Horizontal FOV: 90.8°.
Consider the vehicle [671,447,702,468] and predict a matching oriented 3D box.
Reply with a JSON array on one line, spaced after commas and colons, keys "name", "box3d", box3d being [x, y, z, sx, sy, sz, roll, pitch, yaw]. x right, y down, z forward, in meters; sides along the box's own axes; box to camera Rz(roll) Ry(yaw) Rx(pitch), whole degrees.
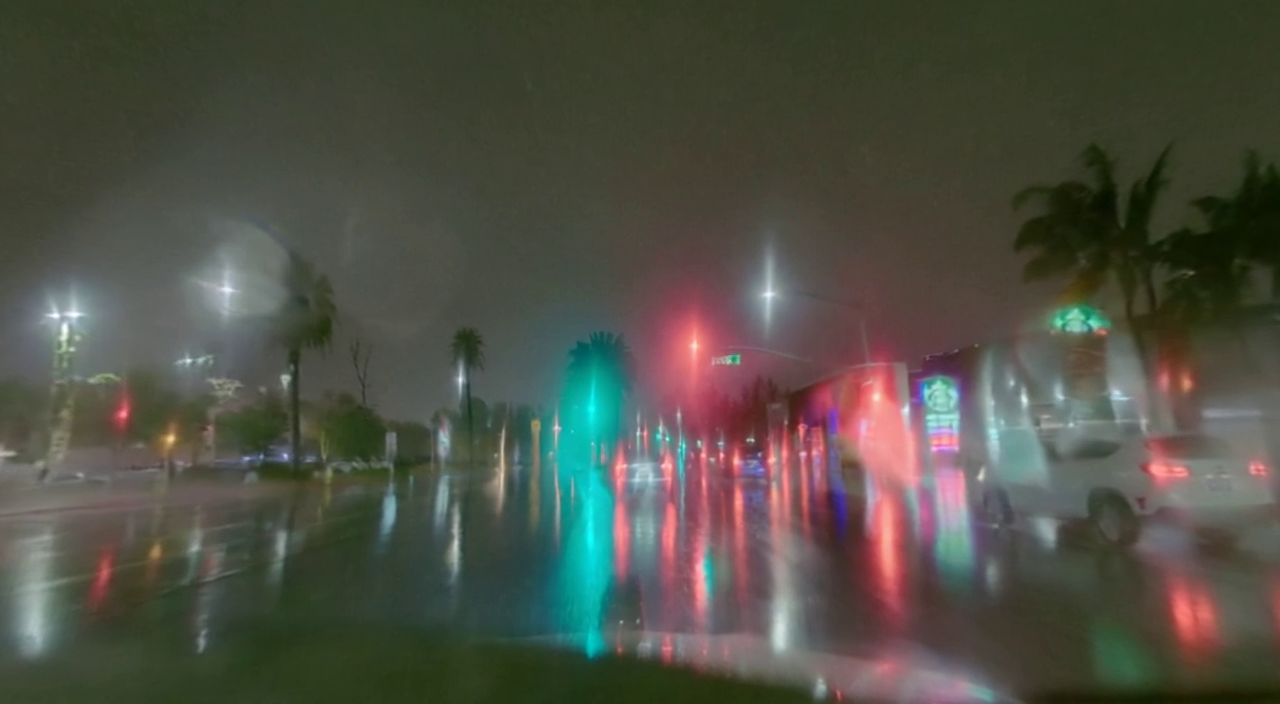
[{"name": "vehicle", "box3d": [3.567, 8.233, 49.500, 2.012, 1.570, 4.600, 0, -9, -1]}]

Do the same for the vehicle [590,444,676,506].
[{"name": "vehicle", "box3d": [-0.190, 3.304, 17.457, 2.110, 1.487, 3.873, 0, -9, -1]}]

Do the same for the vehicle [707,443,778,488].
[{"name": "vehicle", "box3d": [3.823, 4.295, 24.238, 1.892, 1.532, 4.177, 0, -9, -1]}]

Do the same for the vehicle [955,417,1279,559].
[{"name": "vehicle", "box3d": [6.908, 1.943, 9.706, 1.940, 1.674, 4.085, 0, -9, -1]}]
